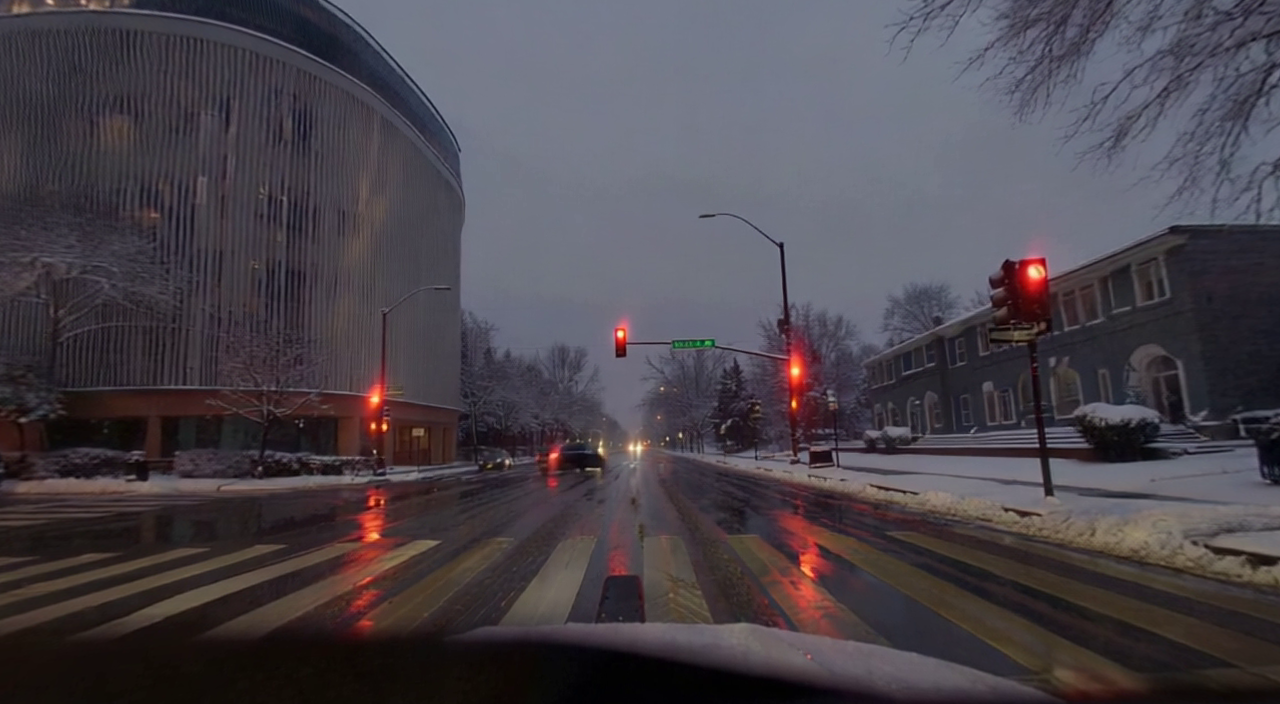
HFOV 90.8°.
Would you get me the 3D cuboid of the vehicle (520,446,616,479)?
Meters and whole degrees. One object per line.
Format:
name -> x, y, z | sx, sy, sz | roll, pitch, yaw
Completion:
vehicle -> -3.443, 5.407, 31.213 | 2.088, 1.452, 4.833 | -6, -10, 34
